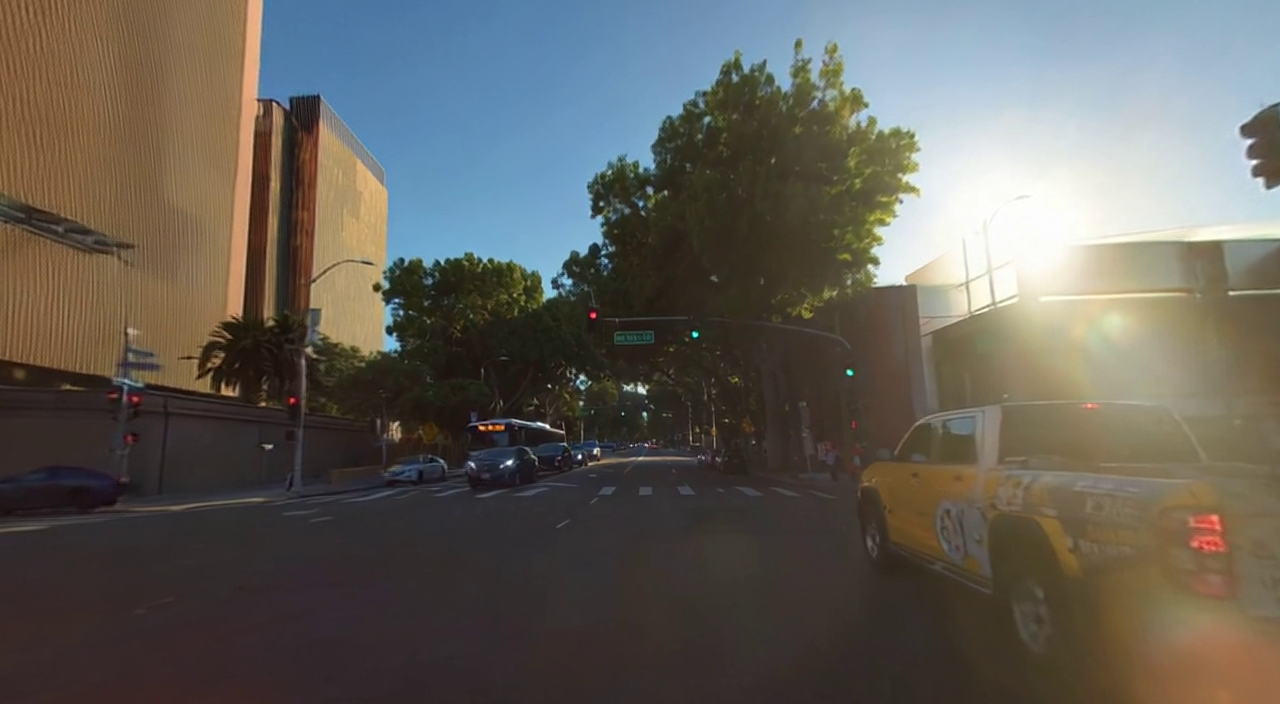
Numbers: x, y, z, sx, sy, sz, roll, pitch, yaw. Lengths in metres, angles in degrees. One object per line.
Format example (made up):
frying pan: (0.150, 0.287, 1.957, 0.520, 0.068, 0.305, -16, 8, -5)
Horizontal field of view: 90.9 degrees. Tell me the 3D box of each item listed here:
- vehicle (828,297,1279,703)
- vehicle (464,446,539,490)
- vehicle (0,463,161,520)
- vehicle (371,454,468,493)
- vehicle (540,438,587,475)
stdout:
vehicle: (3.318, 1.114, 4.745, 2.118, 1.848, 5.426, 0, -8, 0)
vehicle: (-5.515, 4.641, 25.647, 1.997, 1.610, 4.144, 0, -8, 1)
vehicle: (-17.439, 4.116, 18.844, 4.635, 1.468, 2.051, 5, -10, -30)
vehicle: (-9.672, 5.350, 28.150, 2.003, 1.489, 4.656, -1, -8, 10)
vehicle: (-4.969, 6.850, 41.643, 2.304, 2.208, 5.200, 0, -8, 1)
